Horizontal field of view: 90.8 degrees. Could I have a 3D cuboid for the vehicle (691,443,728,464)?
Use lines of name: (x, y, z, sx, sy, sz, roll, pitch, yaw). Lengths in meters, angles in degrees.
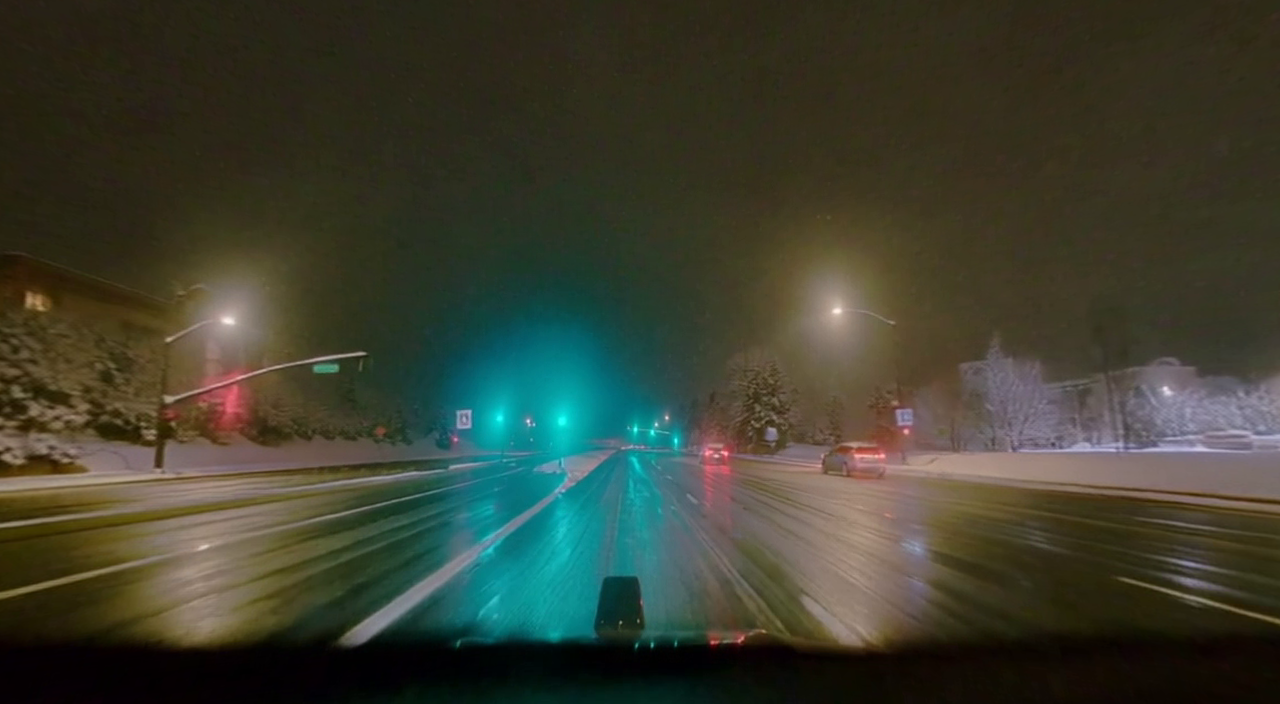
vehicle: (5.200, 7.691, 48.090, 2.187, 1.475, 4.529, 0, -9, -1)
